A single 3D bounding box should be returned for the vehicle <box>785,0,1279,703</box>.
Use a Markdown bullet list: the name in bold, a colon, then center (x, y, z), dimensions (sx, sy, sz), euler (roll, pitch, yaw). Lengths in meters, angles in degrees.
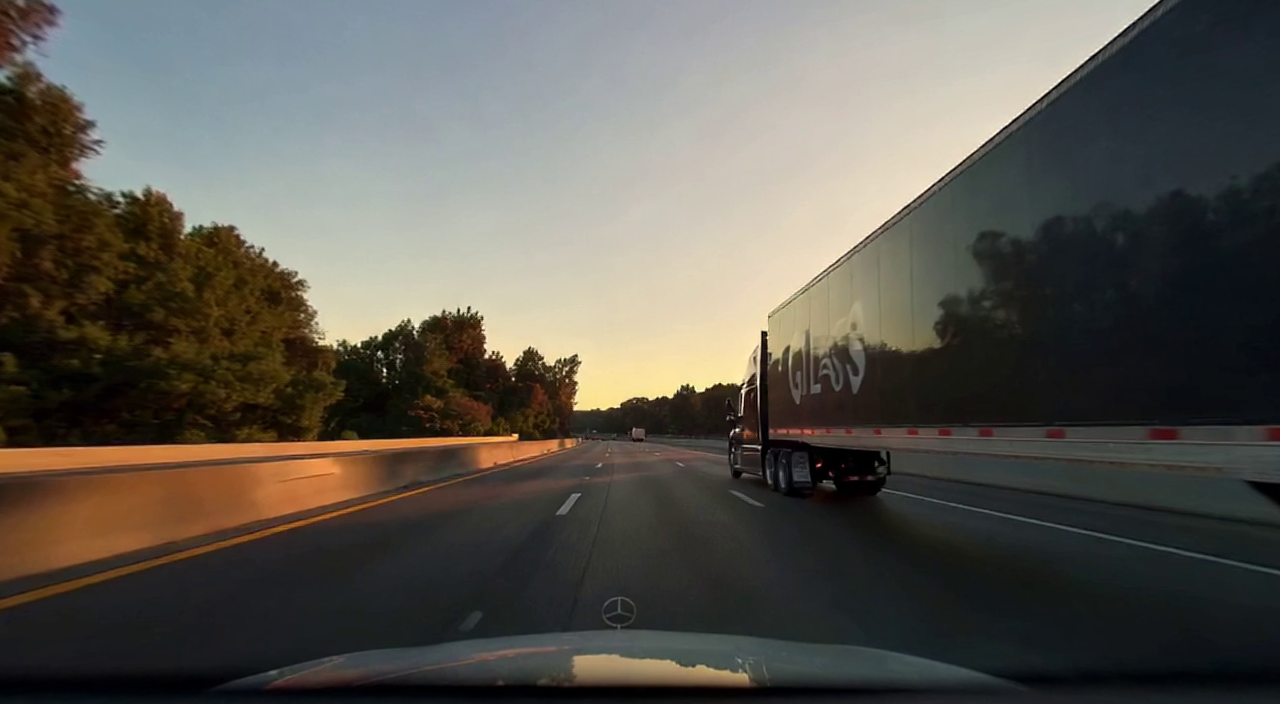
- **vehicle**: center (4.438, 0.335, 7.731), dimensions (2.932, 4.022, 8.803), euler (0, -8, -2)
